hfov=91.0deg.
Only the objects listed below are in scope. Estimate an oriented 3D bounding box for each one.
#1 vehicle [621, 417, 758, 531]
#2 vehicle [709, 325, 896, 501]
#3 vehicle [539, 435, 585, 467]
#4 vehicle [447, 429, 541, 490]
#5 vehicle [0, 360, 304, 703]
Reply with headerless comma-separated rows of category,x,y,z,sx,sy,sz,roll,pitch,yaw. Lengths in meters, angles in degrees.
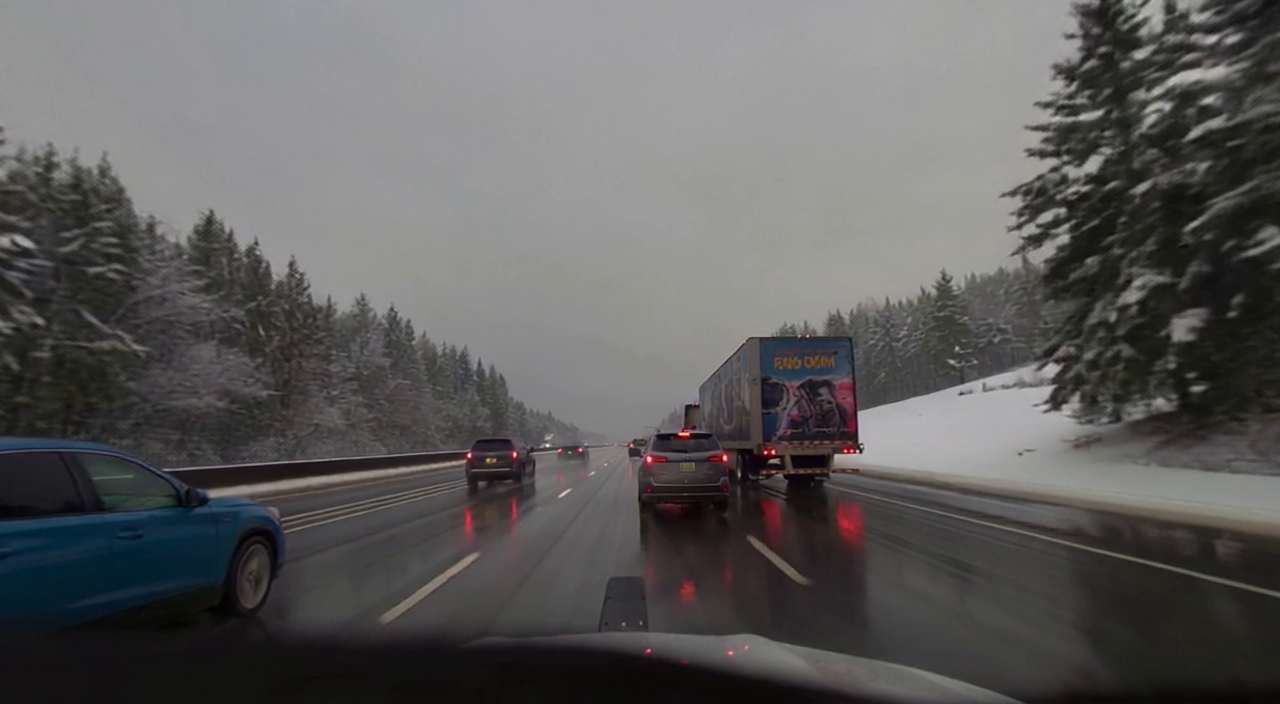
vehicle,0.699,2.065,11.163,2.017,1.662,3.543,0,-8,-1
vehicle,4.526,2.397,21.768,2.828,4.081,14.220,0,-8,1
vehicle,-4.411,5.646,36.044,2.014,1.683,4.275,0,-8,1
vehicle,-4.256,3.200,19.015,1.905,1.642,3.803,0,-8,0
vehicle,-4.038,0.932,3.364,1.983,1.666,4.452,0,-8,0
